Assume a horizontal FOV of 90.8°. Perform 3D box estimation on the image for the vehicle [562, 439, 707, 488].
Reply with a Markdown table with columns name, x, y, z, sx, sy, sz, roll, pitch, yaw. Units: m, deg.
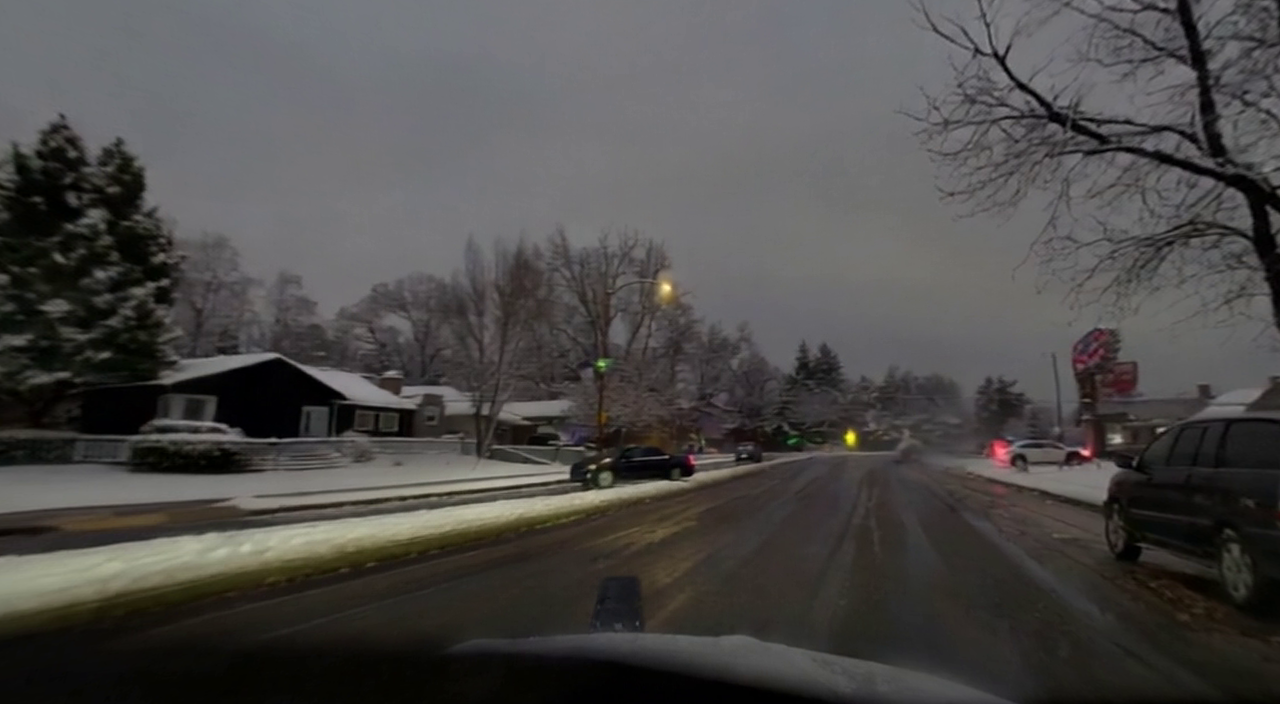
| name | x | y | z | sx | sy | sz | roll | pitch | yaw |
| --- | --- | --- | --- | --- | --- | --- | --- | --- | --- |
| vehicle | -0.235 | 3.870 | 22.108 | 4.750 | 1.559 | 1.928 | 2 | -9 | -13 |

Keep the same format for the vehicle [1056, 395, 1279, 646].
| name | x | y | z | sx | sy | sz | roll | pitch | yaw |
| --- | --- | --- | --- | --- | --- | --- | --- | --- | --- |
| vehicle | 6.312 | 1.545 | 6.680 | 2.154 | 1.855 | 4.689 | -3 | -9 | 21 |

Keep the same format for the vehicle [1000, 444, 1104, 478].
| name | x | y | z | sx | sy | sz | roll | pitch | yaw |
| --- | --- | --- | --- | --- | --- | --- | --- | --- | --- |
| vehicle | 24.310 | 6.428 | 37.480 | 4.733 | 1.843 | 2.005 | -2 | -8 | 20 |

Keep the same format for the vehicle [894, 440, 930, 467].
| name | x | y | z | sx | sy | sz | roll | pitch | yaw |
| --- | --- | --- | --- | --- | --- | --- | --- | --- | --- |
| vehicle | 20.873 | 7.769 | 48.559 | 2.051 | 1.925 | 4.625 | -3 | -9 | 18 |
